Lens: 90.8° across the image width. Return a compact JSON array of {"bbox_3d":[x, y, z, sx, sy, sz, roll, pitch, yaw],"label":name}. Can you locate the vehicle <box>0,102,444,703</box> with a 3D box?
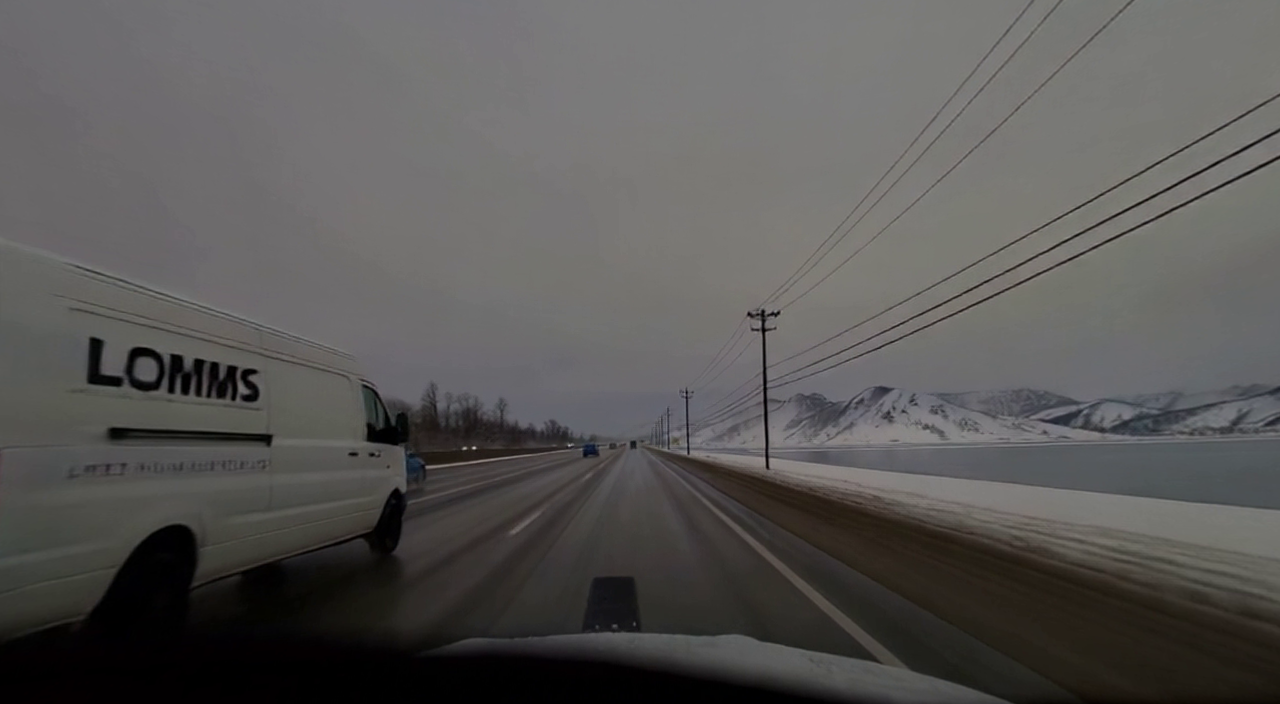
[{"bbox_3d":[-3.787,0.738,5.041,2.331,2.757,6.581,0,-8,0],"label":"vehicle"}]
